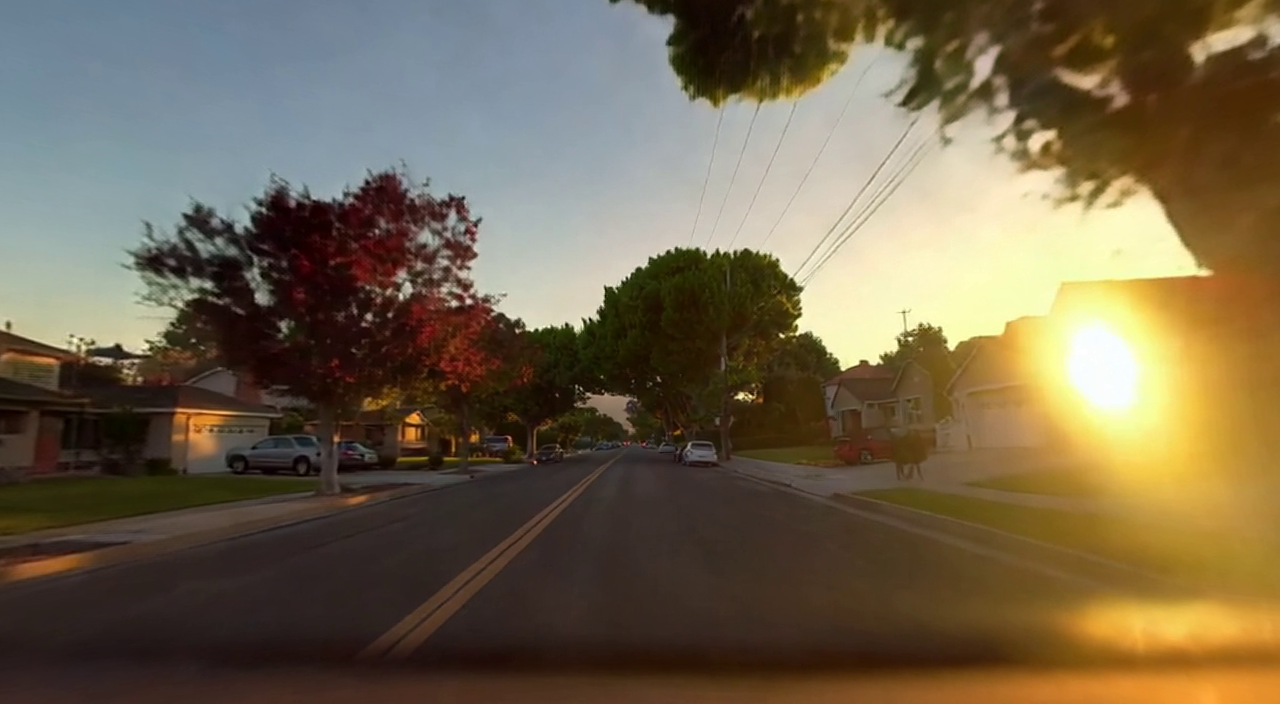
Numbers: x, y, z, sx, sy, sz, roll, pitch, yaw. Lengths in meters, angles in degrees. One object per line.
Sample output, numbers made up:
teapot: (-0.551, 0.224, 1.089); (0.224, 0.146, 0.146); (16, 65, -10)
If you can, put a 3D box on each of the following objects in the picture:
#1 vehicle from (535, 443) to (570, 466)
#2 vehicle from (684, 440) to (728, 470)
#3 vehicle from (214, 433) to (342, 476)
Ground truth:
vehicle: (-6.595, 7.725, 47.827); (1.985, 1.497, 4.655); (-3, -8, 0)
vehicle: (3.648, 5.802, 35.651); (1.917, 1.569, 4.460); (0, -8, -1)
vehicle: (-15.492, 4.397, 27.115); (4.320, 1.767, 1.951); (-1, -8, 1)
